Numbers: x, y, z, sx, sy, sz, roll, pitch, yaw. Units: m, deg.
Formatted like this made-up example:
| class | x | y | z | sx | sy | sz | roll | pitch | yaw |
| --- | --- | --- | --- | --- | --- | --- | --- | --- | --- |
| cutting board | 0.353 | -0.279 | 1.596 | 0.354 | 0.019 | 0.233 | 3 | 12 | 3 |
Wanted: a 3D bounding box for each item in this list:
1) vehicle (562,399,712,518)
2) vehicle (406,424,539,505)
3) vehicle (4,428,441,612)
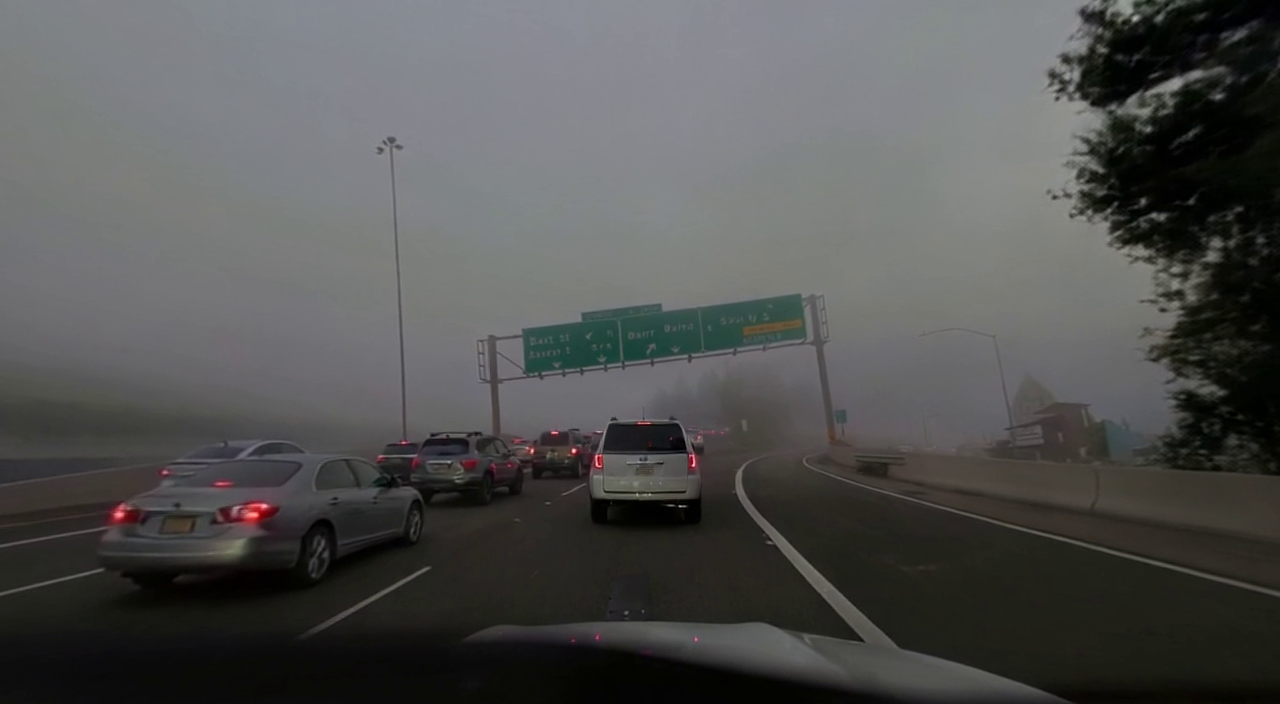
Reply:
| class | x | y | z | sx | sy | sz | roll | pitch | yaw |
| --- | --- | --- | --- | --- | --- | --- | --- | --- | --- |
| vehicle | 0.027 | 2.305 | 14.060 | 2.616 | 2.063 | 5.933 | 0 | -9 | 2 |
| vehicle | -4.023 | 2.791 | 16.021 | 1.953 | 1.729 | 4.377 | 0 | -9 | 3 |
| vehicle | -4.101 | 1.690 | 7.330 | 2.087 | 1.481 | 4.225 | 0 | -9 | 2 |
